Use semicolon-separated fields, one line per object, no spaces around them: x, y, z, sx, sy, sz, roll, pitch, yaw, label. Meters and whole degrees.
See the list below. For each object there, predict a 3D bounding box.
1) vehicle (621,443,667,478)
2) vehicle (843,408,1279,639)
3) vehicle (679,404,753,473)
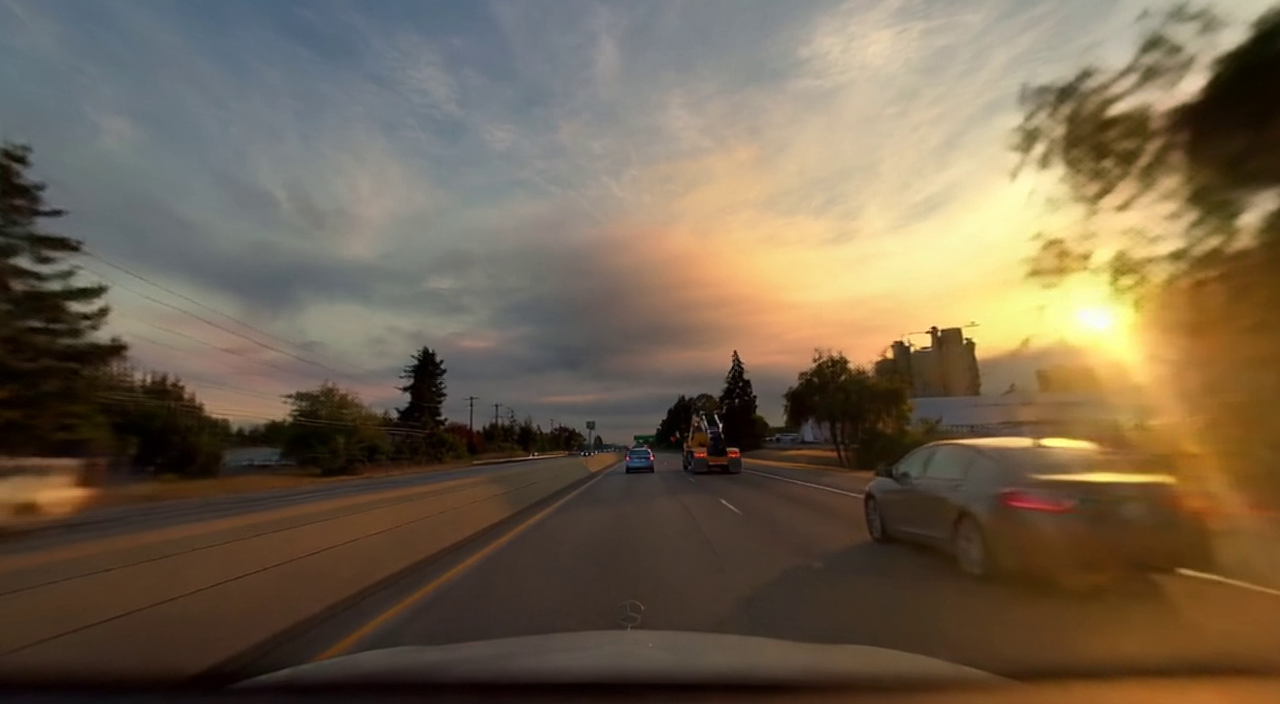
0.153;5.138;30.040;2.045;1.527;4.023;0;-9;-1;vehicle
3.771;1.452;6.234;2.168;1.529;3.883;0;-9;0;vehicle
4.159;5.107;36.703;3.089;3.568;8.101;0;-9;-1;vehicle
